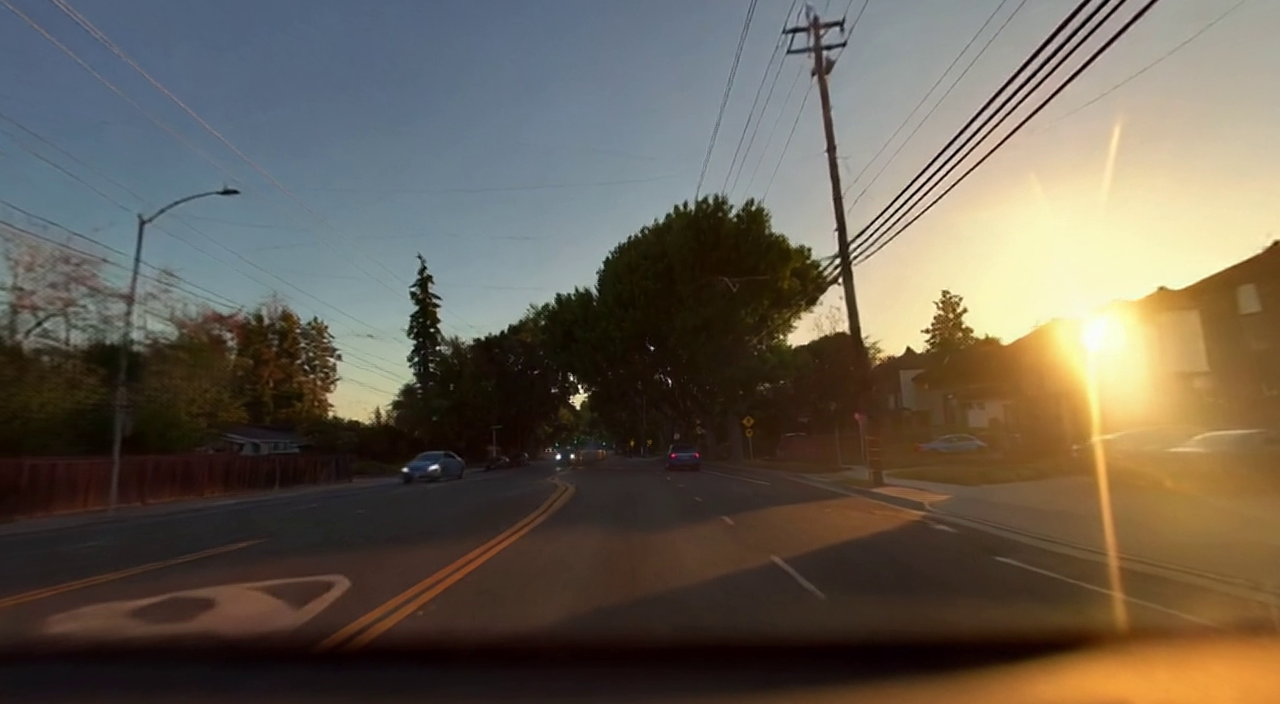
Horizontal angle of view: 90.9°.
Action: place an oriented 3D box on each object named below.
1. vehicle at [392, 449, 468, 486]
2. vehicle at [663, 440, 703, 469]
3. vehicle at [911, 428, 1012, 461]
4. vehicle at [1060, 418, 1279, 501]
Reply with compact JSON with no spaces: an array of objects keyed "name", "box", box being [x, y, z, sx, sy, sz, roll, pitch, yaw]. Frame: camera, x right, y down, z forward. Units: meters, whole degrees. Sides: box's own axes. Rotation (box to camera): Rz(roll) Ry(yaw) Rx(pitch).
[{"name":"vehicle","box":[-9.858,5.432,29.990,2.050,1.536,4.537,-2,-9,1]},{"name":"vehicle","box":[2.891,6.998,43.212,2.144,1.843,4.827,0,-9,-3]},{"name":"vehicle","box":[18.184,5.255,35.685,4.766,1.493,2.076,-9,-11,30]},{"name":"vehicle","box":[12.192,2.405,14.478,1.970,1.561,4.725,-2,-9,3]}]
